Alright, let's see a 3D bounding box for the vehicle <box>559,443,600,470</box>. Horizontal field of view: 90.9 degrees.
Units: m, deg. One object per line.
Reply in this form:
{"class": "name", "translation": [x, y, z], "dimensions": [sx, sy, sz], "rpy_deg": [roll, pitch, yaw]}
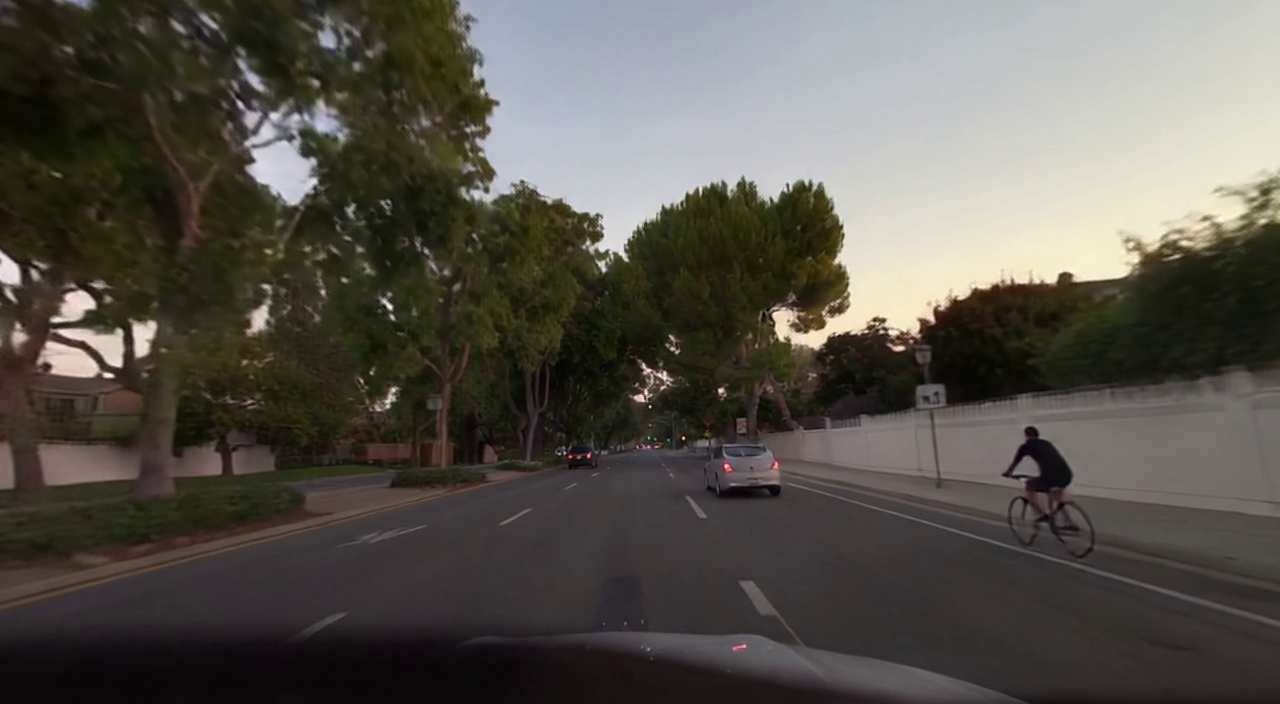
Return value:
{"class": "vehicle", "translation": [-3.640, 6.411, 38.783], "dimensions": [2.011, 1.480, 4.517], "rpy_deg": [-1, -9, 1]}

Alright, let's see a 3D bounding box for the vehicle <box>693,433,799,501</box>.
{"class": "vehicle", "translation": [2.624, 2.988, 16.761], "dimensions": [1.992, 1.511, 4.464], "rpy_deg": [-1, -9, 0]}
